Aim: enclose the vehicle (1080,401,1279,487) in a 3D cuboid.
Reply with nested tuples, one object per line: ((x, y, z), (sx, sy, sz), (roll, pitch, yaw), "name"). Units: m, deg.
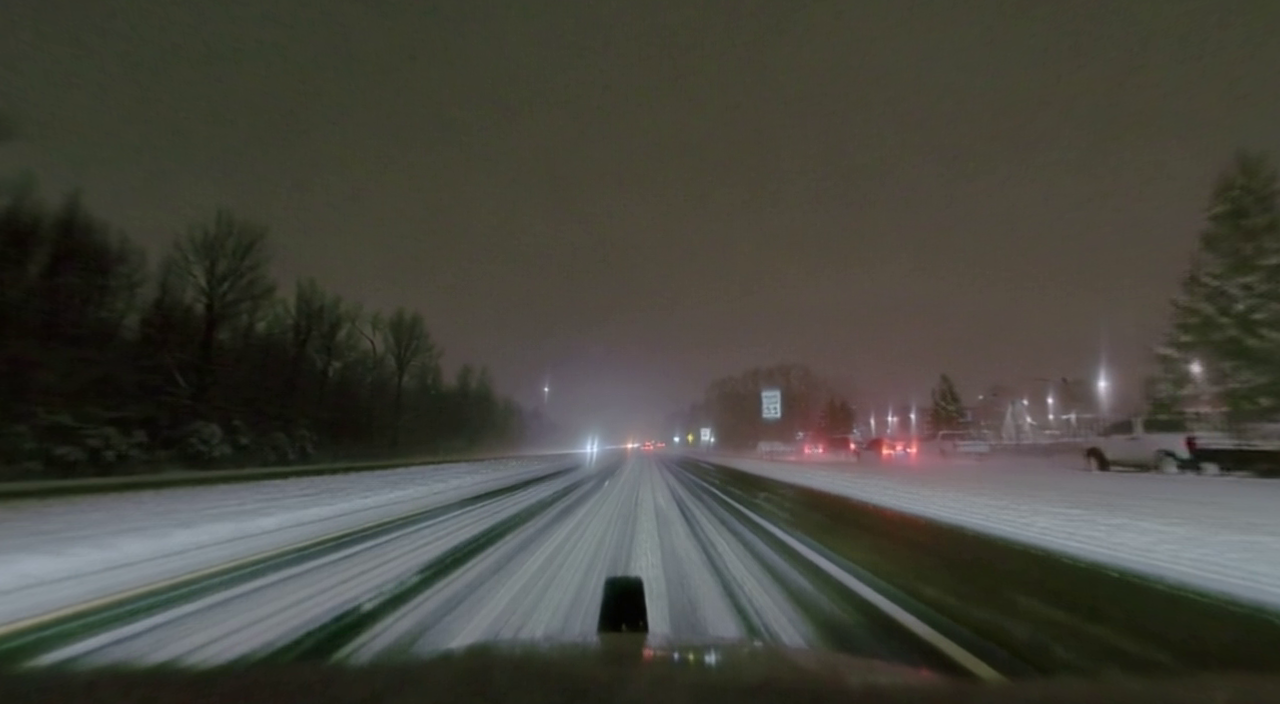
((27.166, 4.711, 32.255), (2.998, 3.768, 8.212), (0, -9, -2), "vehicle")
